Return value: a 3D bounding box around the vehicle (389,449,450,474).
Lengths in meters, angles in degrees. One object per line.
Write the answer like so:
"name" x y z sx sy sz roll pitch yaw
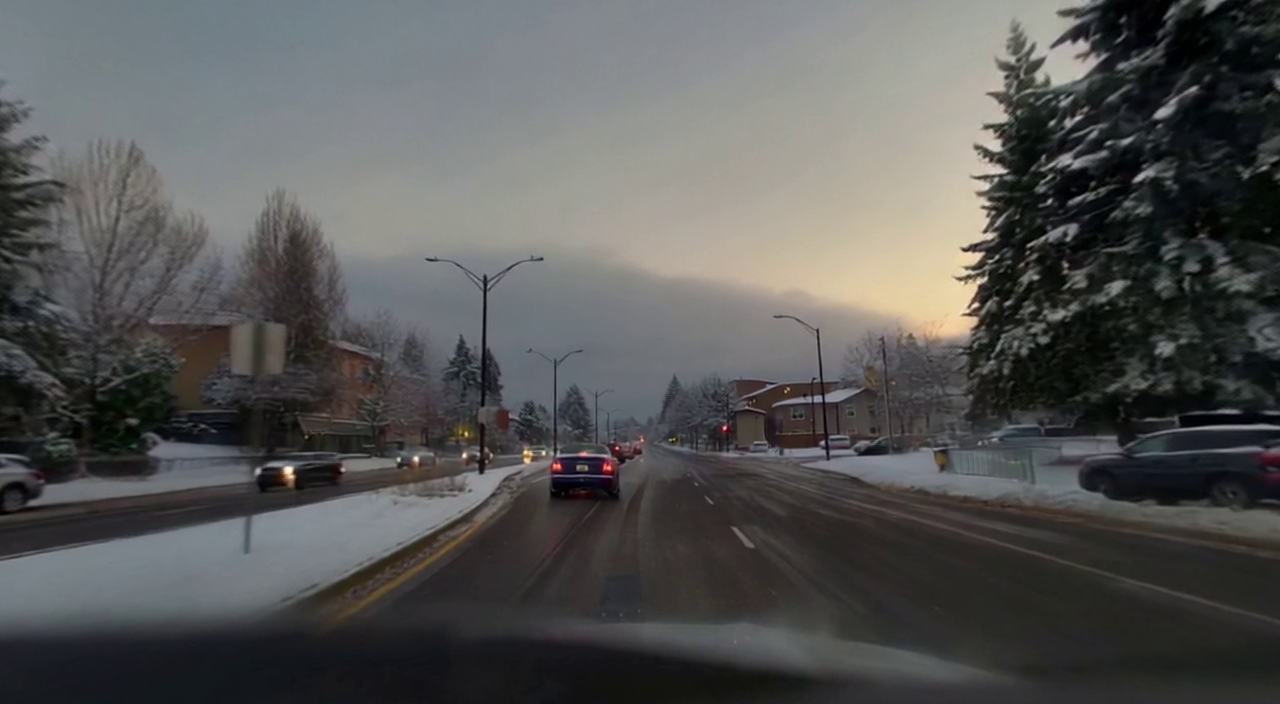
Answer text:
"vehicle" -13.912 6.908 40.201 2.149 1.468 4.707 -1 -8 1

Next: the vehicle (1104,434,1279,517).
"vehicle" 12.295 2.432 12.902 2.062 1.442 4.533 0 -8 -2

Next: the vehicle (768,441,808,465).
"vehicle" 11.314 7.759 48.638 1.975 1.677 4.400 0 -8 0

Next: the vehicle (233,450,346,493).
"vehicle" -13.523 4.599 24.749 1.882 1.475 4.522 0 -8 0

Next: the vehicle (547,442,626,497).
"vehicle" -1.615 3.530 19.474 2.144 1.447 4.421 0 -8 -4

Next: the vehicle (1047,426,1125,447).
"vehicle" 34.881 6.622 49.452 4.531 1.596 1.929 -1 -8 2
